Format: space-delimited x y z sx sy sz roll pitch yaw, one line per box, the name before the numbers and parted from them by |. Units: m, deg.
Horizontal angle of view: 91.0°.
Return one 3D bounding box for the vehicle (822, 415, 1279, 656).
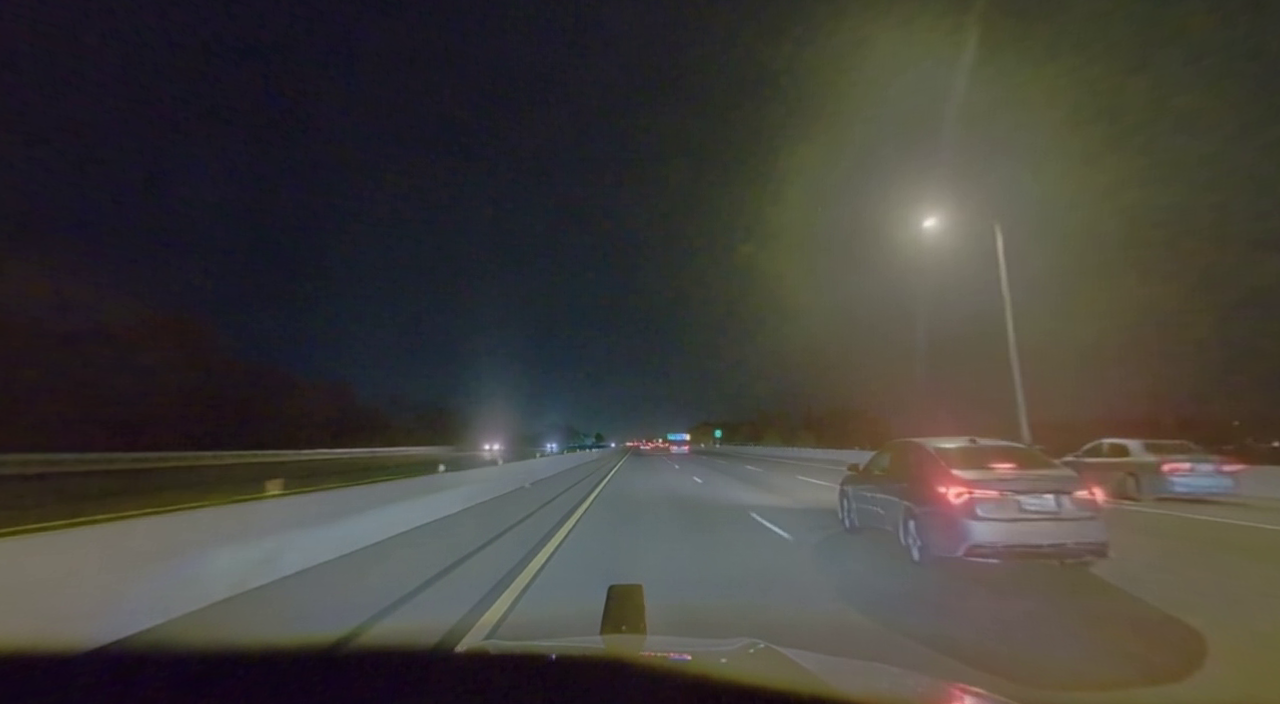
vehicle | 3.510 1.466 6.224 2.091 1.482 4.522 0 -8 0
